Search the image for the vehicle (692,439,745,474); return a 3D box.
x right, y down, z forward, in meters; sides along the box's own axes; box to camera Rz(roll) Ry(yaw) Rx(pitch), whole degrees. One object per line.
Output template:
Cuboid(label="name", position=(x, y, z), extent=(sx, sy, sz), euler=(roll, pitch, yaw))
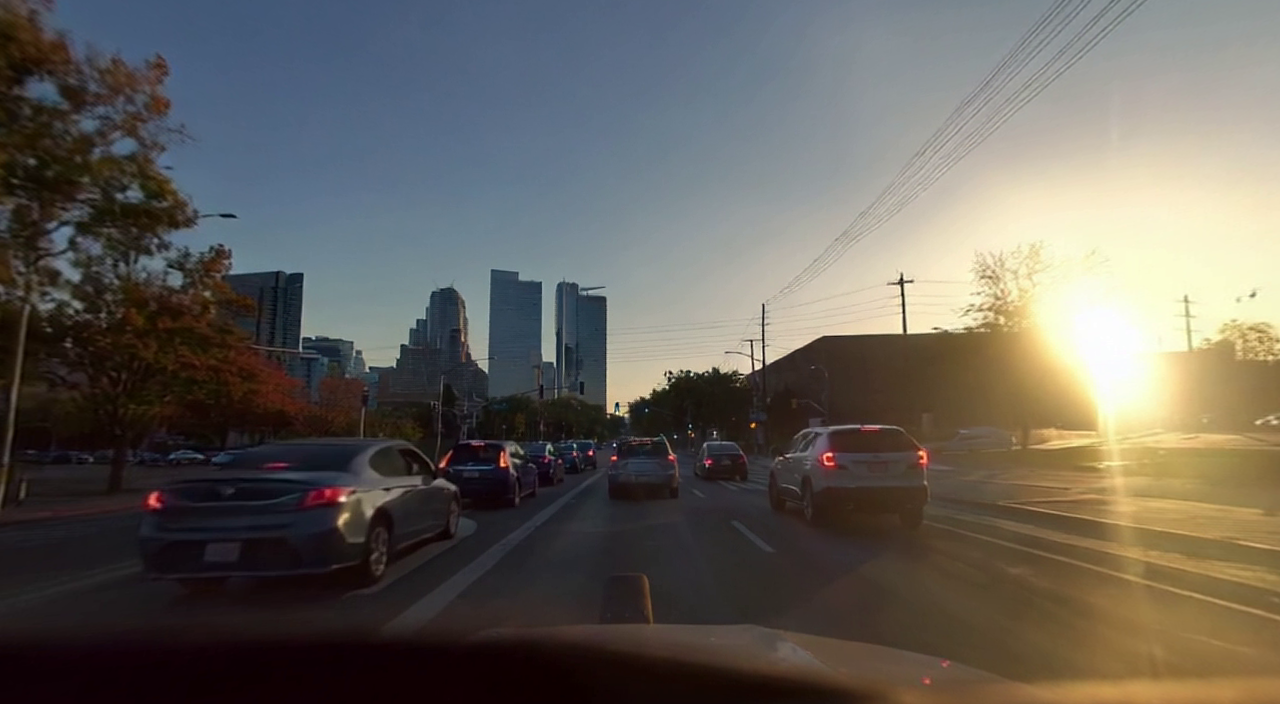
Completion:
Cuboid(label="vehicle", position=(3.644, 4.928, 29.974), extent=(1.880, 1.503, 4.130), euler=(0, -8, -1))

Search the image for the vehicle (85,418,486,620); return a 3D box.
Cuboid(label="vehicle", position=(-3.221, 1.592, 7.099), extent=(2.104, 1.488, 4.546), euler=(0, -8, -4))

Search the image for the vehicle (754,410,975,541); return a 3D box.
Cuboid(label="vehicle", position=(3.399, 1.977, 10.688), extent=(2.024, 1.711, 4.512), euler=(0, -8, 0))

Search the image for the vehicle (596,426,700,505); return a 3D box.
Cuboid(label="vehicle", position=(0.150, 2.706, 15.415), extent=(2.200, 1.653, 4.127), euler=(0, -8, 0))
